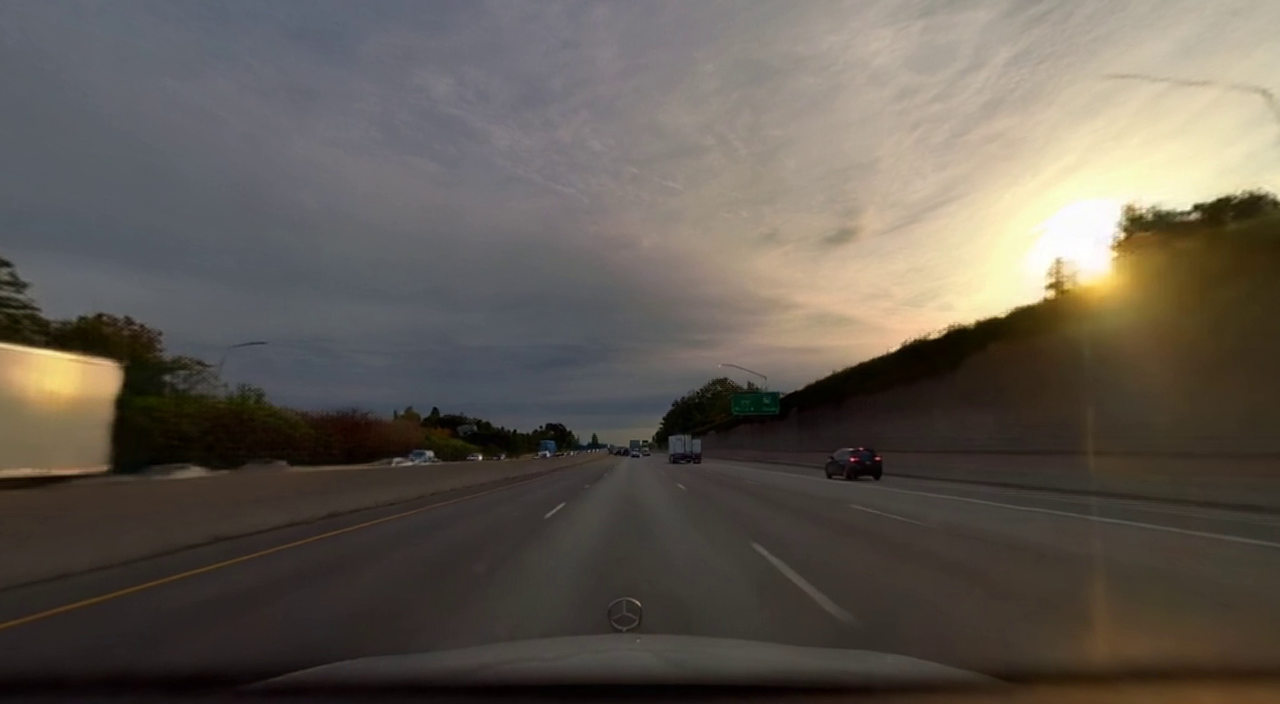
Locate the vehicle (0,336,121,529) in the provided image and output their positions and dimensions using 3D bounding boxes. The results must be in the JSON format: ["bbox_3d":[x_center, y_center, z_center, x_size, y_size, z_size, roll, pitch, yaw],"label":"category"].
[{"bbox_3d":[-16.481,1.226,10.337,3.679,4.369,14.373,0,-9,0],"label":"vehicle"}]

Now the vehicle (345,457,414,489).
[{"bbox_3d":[-13.168,6.112,32.077,1.802,1.459,4.061,0,-9,0],"label":"vehicle"}]

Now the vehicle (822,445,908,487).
[{"bbox_3d":[9.720,4.930,27.617,1.950,1.632,4.845,0,-9,0],"label":"vehicle"}]
